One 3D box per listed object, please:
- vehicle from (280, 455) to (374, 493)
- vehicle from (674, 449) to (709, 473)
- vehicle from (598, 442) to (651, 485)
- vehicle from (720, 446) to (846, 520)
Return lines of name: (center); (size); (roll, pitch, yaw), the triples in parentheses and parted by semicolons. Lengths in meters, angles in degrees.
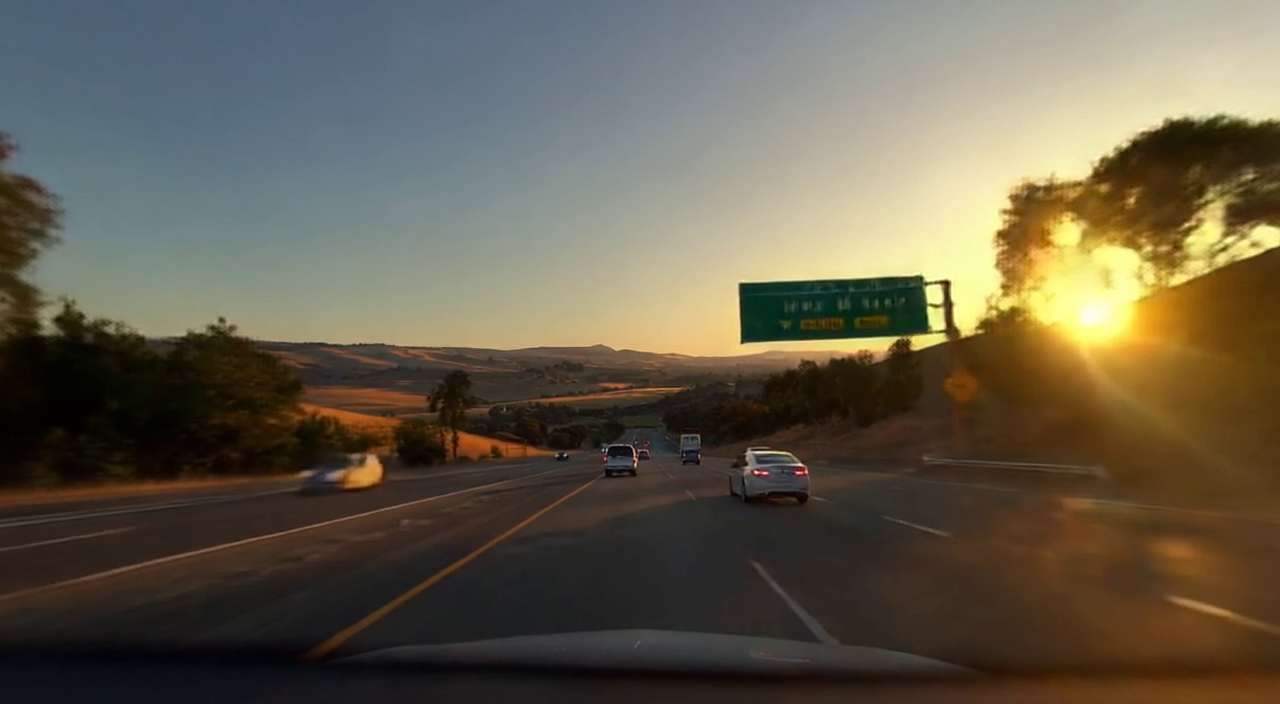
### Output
vehicle: (-14.300, 5.571, 29.123); (1.878, 1.521, 4.608); (0, -9, 1)
vehicle: (3.513, 7.512, 43.493); (2.047, 1.540, 4.294); (0, -9, 0)
vehicle: (-0.614, 4.860, 27.784); (2.142, 1.724, 4.344); (0, -9, 0)
vehicle: (3.176, 2.987, 14.889); (2.004, 1.471, 4.032); (0, -9, 0)
